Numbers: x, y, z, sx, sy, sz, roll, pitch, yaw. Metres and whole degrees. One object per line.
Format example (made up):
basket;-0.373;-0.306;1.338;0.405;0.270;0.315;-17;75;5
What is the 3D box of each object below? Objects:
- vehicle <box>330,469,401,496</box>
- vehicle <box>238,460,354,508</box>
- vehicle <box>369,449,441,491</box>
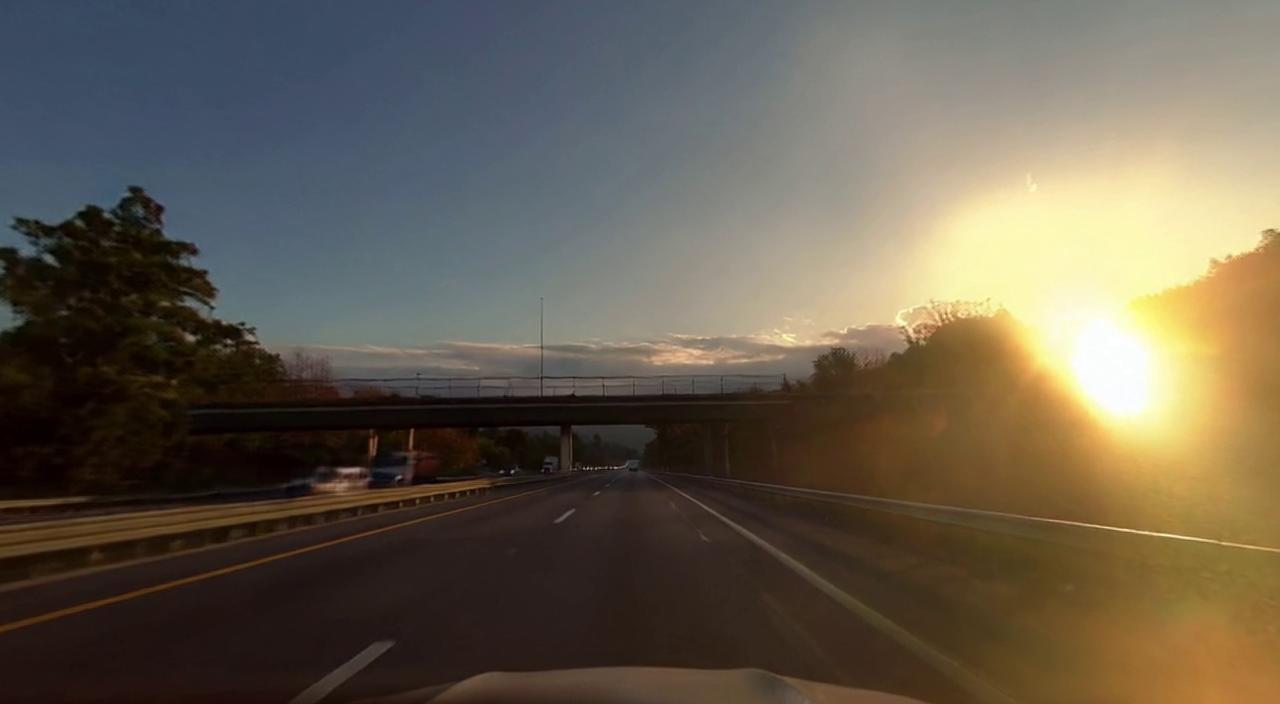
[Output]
vehicle;-16.392;7.793;37.921;2.063;1.449;4.723;1;-10;0
vehicle;-11.578;4.471;21.540;1.784;1.437;3.855;1;-10;0
vehicle;-16.444;8.343;44.548;2.614;2.682;5.913;0;-10;2
